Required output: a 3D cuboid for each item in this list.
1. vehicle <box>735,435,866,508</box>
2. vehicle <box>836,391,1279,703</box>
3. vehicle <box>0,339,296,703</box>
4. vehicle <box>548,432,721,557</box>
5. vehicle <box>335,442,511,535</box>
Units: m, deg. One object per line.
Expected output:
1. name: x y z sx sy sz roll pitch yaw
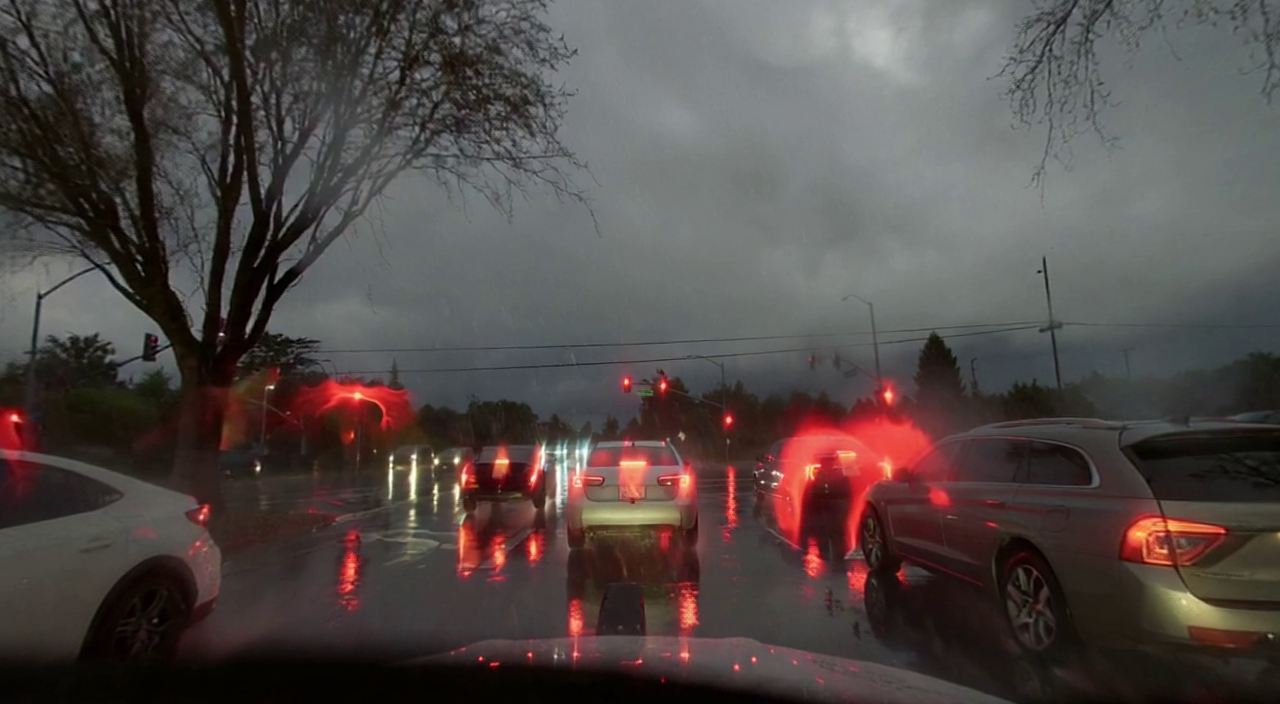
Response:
1. vehicle: 3.640 2.780 15.254 1.922 1.472 4.440 0 -8 -1
2. vehicle: 3.394 1.307 5.426 1.933 1.564 4.600 0 -8 0
3. vehicle: -3.653 0.834 2.551 2.047 1.764 4.369 0 -8 0
4. vehicle: -0.078 2.005 9.599 2.061 1.470 3.970 0 -8 0
5. vehicle: -3.929 2.504 12.341 1.919 1.459 4.371 0 -8 -1
